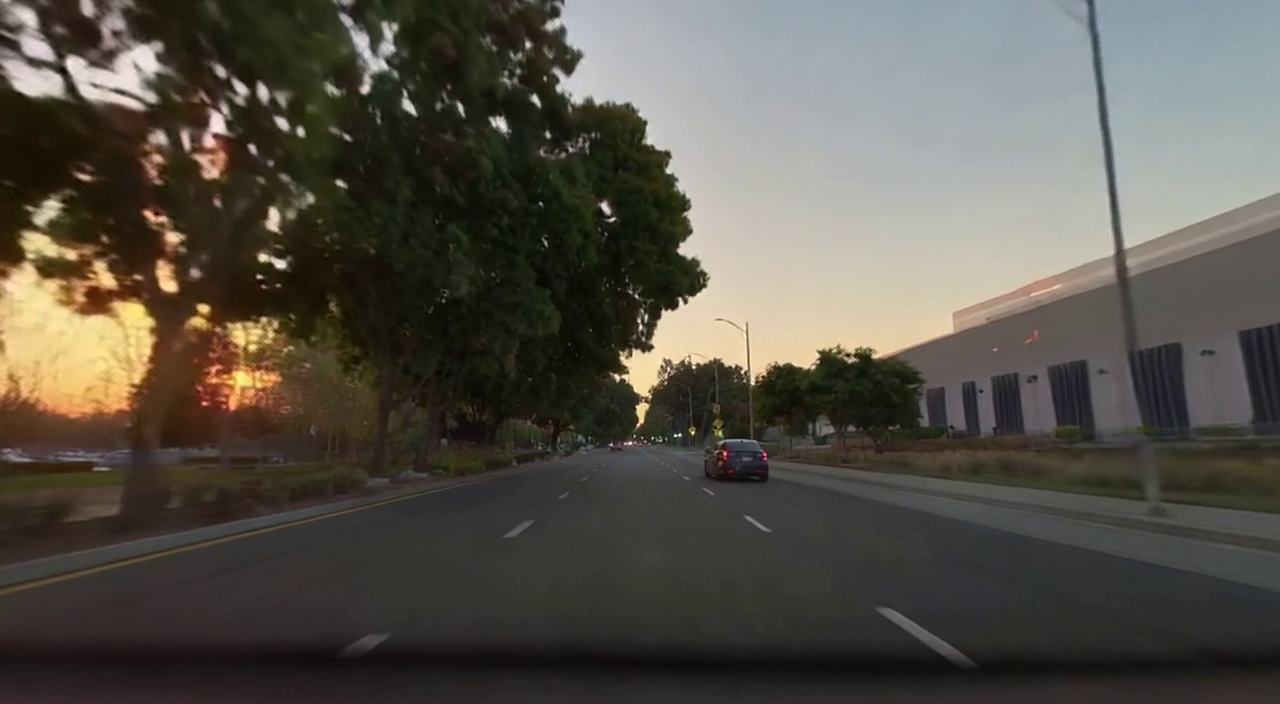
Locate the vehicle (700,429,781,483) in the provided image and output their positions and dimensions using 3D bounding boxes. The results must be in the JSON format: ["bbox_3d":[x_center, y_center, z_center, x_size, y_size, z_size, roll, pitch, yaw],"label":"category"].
[{"bbox_3d":[3.468,3.710,22.728,2.083,1.743,4.354,0,-8,-2],"label":"vehicle"}]
